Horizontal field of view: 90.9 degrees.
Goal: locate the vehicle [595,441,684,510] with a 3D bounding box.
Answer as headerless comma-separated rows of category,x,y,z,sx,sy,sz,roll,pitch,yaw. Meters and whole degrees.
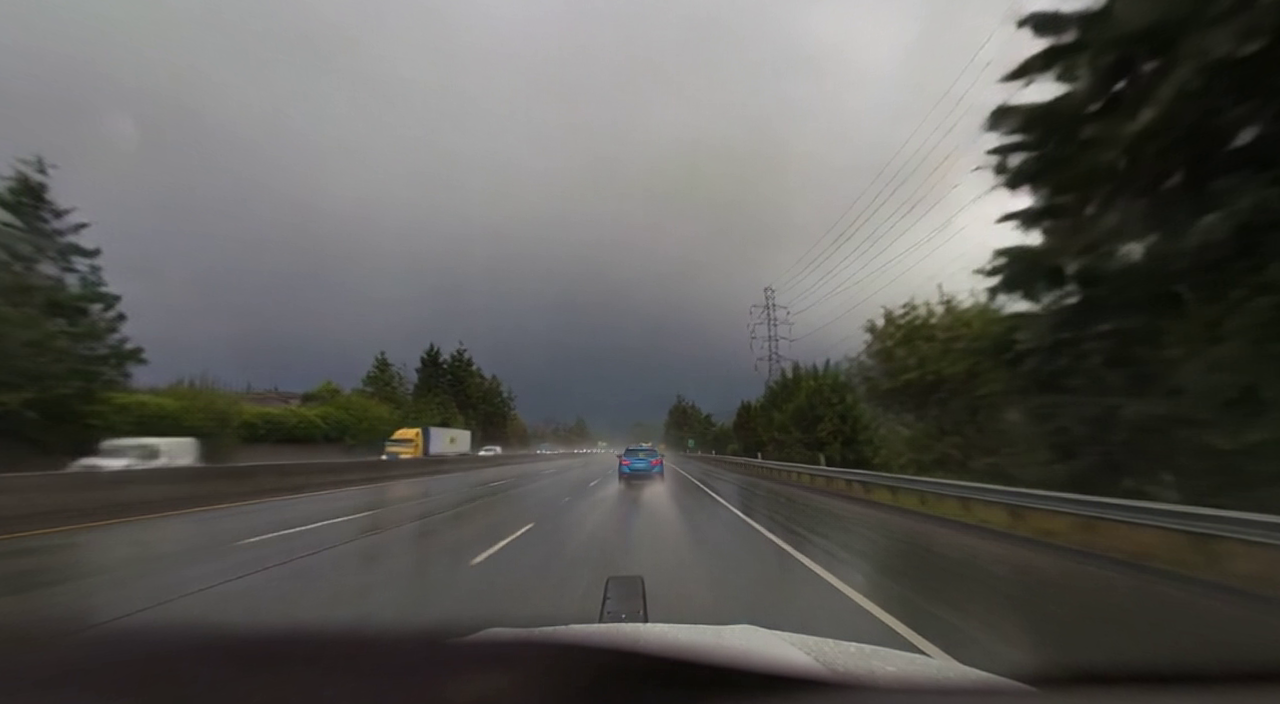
vehicle,-0.032,3.053,16.071,1.966,1.499,4.298,0,-9,-1
